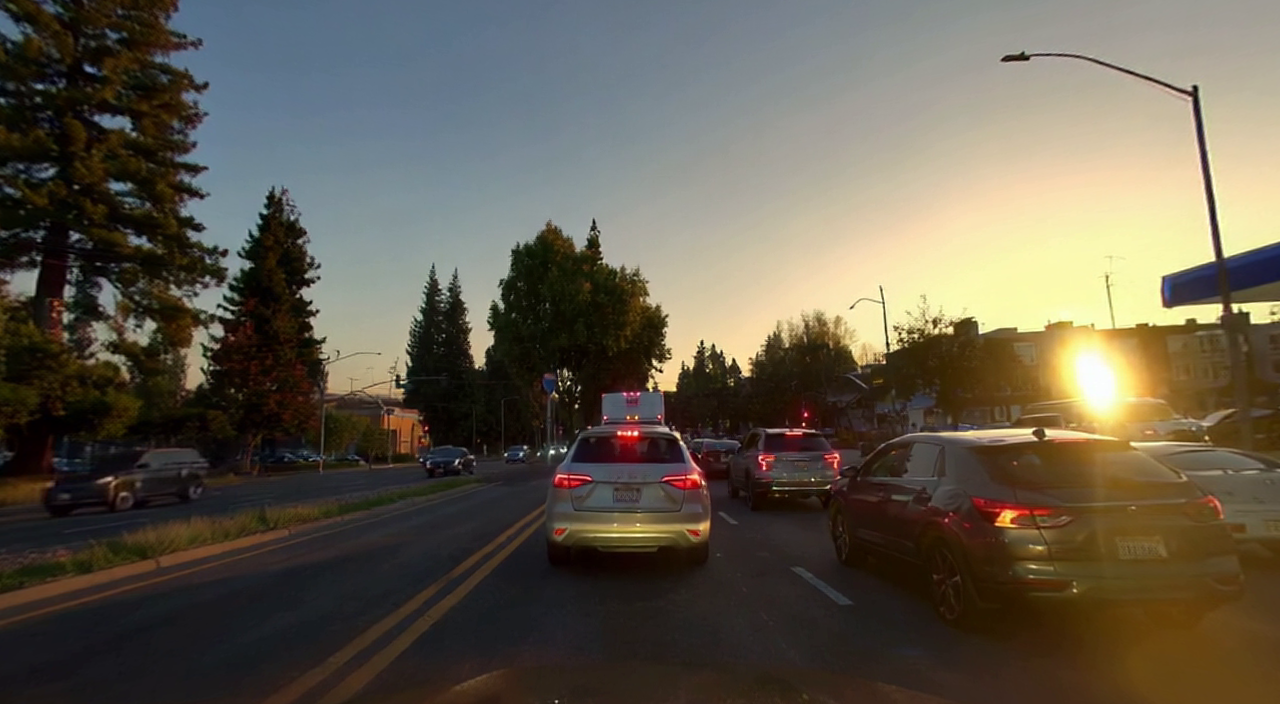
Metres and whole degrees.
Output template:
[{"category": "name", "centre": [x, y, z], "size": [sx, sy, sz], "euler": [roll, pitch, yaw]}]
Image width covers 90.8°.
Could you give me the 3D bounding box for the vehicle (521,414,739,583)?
[{"category": "vehicle", "centre": [-0.140, 1.695, 8.040], "size": [2.106, 1.613, 3.697], "euler": [0, -9, -1]}]

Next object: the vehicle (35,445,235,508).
[{"category": "vehicle", "centre": [-17.843, 4.371, 22.921], "size": [2.325, 1.938, 5.913], "euler": [0, -9, 0]}]

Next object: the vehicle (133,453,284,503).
[{"category": "vehicle", "centre": [-14.782, 4.300, 22.039], "size": [2.011, 1.465, 4.528], "euler": [-1, -9, 1]}]

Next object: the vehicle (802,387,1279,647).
[{"category": "vehicle", "centre": [3.366, 1.412, 6.471], "size": [2.056, 1.700, 4.399], "euler": [0, -9, -3]}]

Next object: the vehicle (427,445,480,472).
[{"category": "vehicle", "centre": [-11.410, 6.508, 38.925], "size": [1.955, 1.546, 4.232], "euler": [-1, -9, 1]}]
